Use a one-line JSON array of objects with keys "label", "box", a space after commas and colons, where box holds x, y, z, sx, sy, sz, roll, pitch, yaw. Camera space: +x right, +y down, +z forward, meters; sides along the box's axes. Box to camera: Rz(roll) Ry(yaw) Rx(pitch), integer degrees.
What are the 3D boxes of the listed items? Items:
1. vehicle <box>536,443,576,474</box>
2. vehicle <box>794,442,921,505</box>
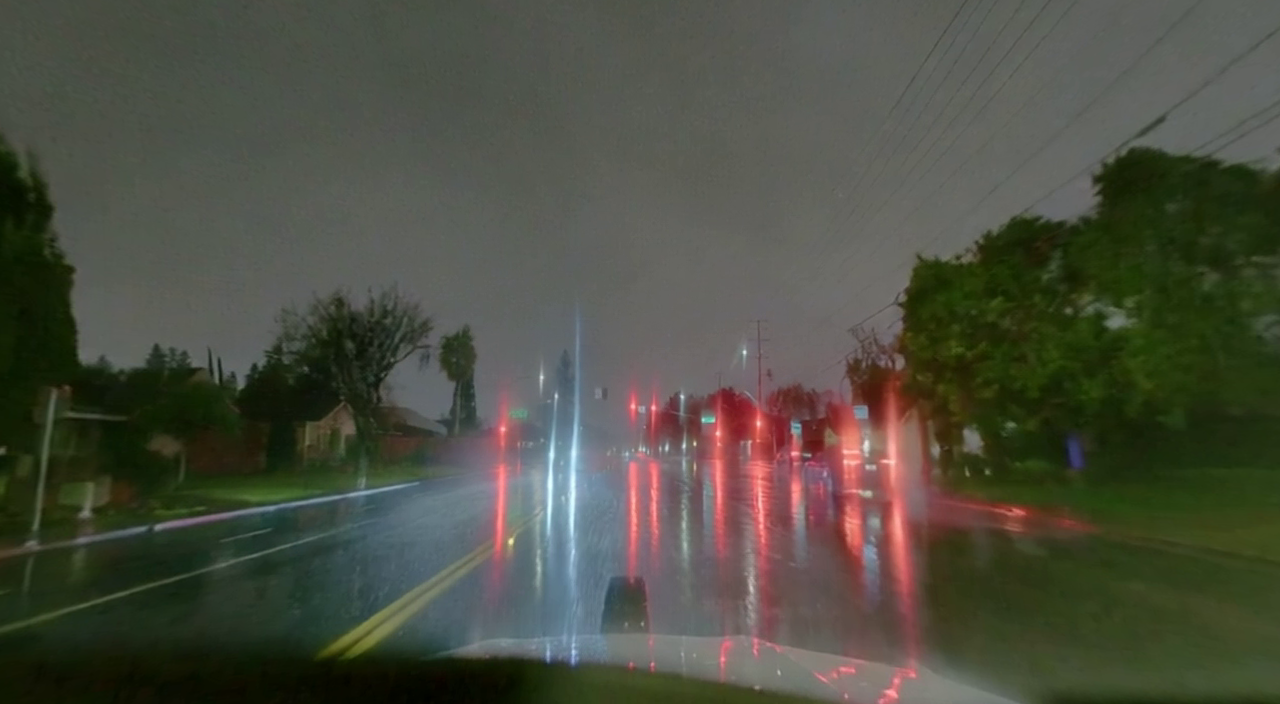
[{"label": "vehicle", "box": [-5.189, 6.667, 39.592, 2.012, 1.778, 4.990, 0, -9, -2]}, {"label": "vehicle", "box": [5.773, 3.253, 17.373, 2.040, 1.475, 4.389, -1, -9, 2]}]
